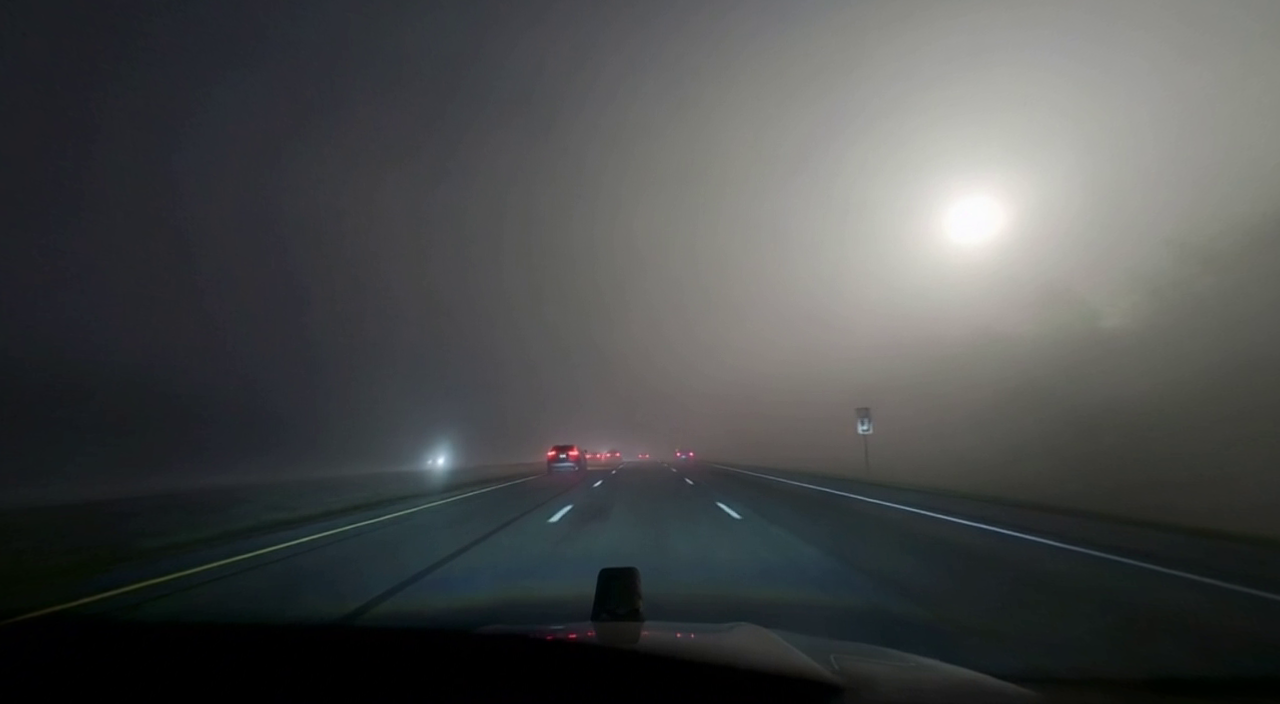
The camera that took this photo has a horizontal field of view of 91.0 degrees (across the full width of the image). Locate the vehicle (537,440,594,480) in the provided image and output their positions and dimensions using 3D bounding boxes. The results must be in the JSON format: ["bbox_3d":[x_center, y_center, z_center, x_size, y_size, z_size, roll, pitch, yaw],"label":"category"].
[{"bbox_3d":[-3.440,5.071,29.846,2.070,1.707,4.309,0,-9,2],"label":"vehicle"}]
